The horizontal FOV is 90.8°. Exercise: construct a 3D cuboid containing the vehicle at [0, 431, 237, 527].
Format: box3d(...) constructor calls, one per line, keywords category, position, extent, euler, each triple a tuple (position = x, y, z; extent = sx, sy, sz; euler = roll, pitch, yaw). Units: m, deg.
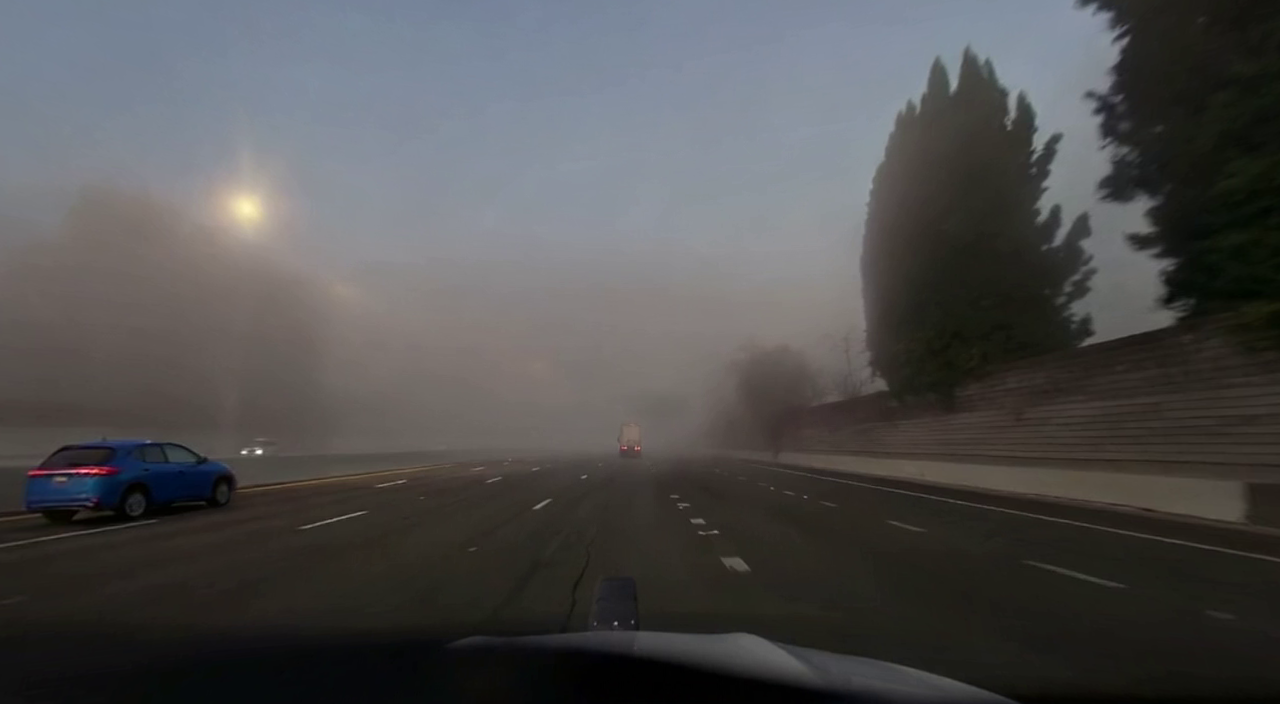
box3d(category="vehicle", position=(-10.608, 2.510, 13.039), extent=(1.897, 1.653, 4.113), euler=(0, -9, -1))
